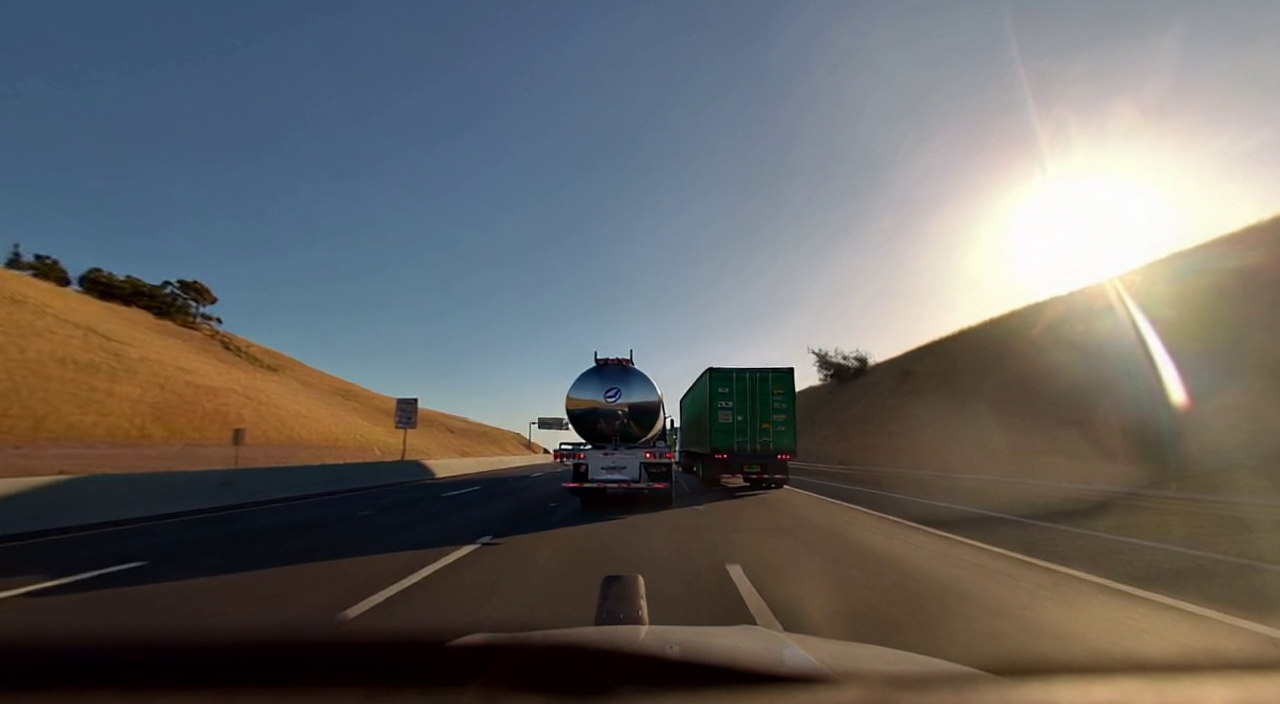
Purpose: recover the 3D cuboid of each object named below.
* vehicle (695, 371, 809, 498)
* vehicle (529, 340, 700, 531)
[{"bbox_3d":[4.036,3.432,25.634,2.942,4.003,11.297,0,-9,2],"label":"vehicle"},{"bbox_3d":[-0.194,2.773,20.738,3.267,3.655,17.154,0,-8,2],"label":"vehicle"}]
